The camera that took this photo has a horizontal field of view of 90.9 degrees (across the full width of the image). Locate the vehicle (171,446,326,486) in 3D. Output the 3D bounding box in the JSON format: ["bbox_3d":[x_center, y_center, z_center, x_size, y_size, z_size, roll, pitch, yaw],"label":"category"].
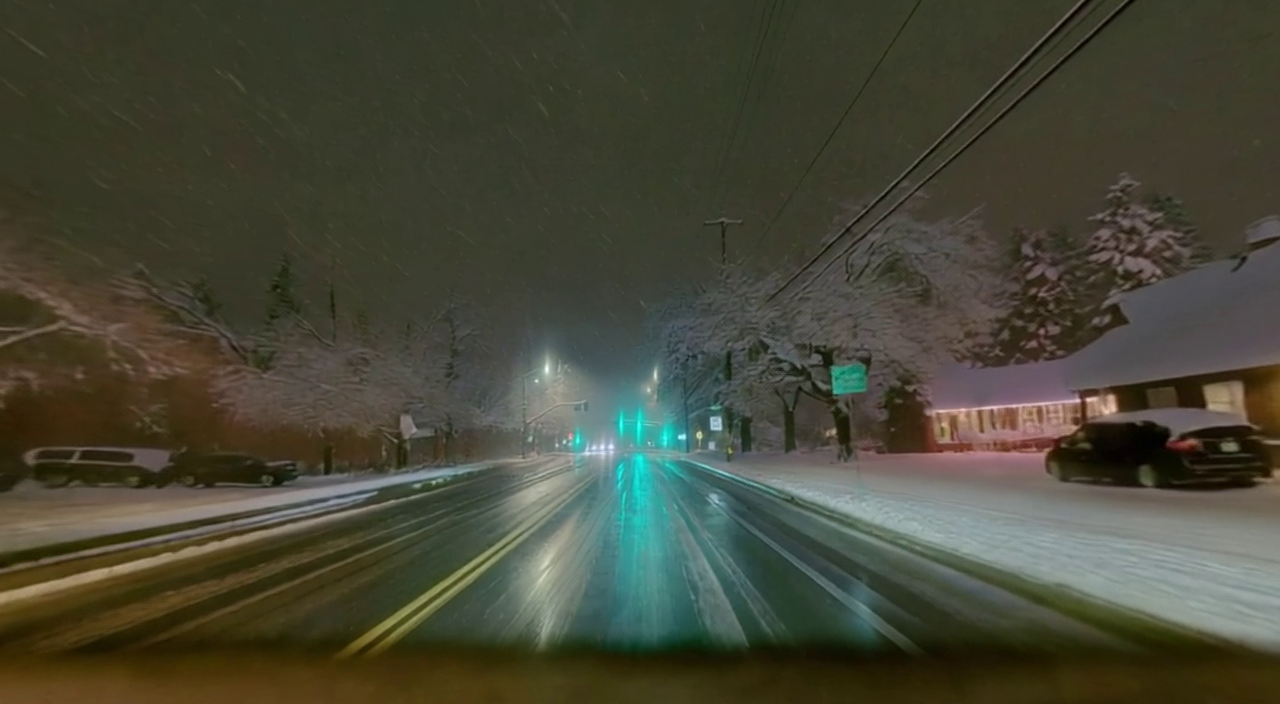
[{"bbox_3d":[-15.206,4.424,24.666,4.787,1.474,1.967,-1,-8,3],"label":"vehicle"}]

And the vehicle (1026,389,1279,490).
[{"bbox_3d":[9.790,1.694,12.097,1.805,1.571,4.467,0,-9,-2],"label":"vehicle"}]

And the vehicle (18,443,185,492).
[{"bbox_3d":[-19.124,4.101,22.525,4.233,1.623,1.943,-1,-8,2],"label":"vehicle"}]
